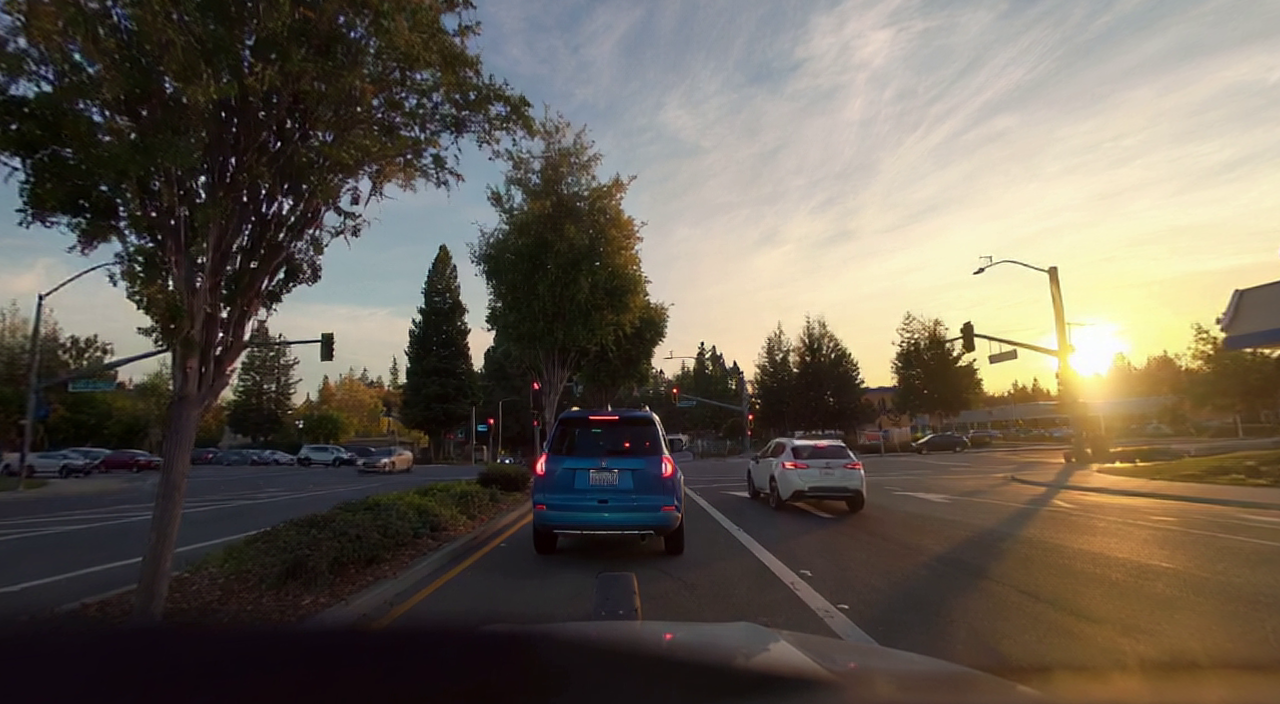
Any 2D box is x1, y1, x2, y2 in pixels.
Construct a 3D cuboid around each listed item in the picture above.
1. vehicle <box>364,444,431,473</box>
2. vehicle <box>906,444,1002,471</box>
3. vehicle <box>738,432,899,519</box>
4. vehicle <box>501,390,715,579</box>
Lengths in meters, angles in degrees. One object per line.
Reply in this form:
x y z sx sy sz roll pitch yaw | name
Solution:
-13.270 5.831 34.813 1.983 1.460 4.456 0 -9 -1 | vehicle
17.211 5.772 34.770 4.290 1.427 1.751 0 -9 2 | vehicle
3.634 2.610 13.943 2.098 1.555 4.778 0 -9 -1 | vehicle
-0.298 1.648 8.620 2.096 1.837 4.687 0 -9 0 | vehicle
